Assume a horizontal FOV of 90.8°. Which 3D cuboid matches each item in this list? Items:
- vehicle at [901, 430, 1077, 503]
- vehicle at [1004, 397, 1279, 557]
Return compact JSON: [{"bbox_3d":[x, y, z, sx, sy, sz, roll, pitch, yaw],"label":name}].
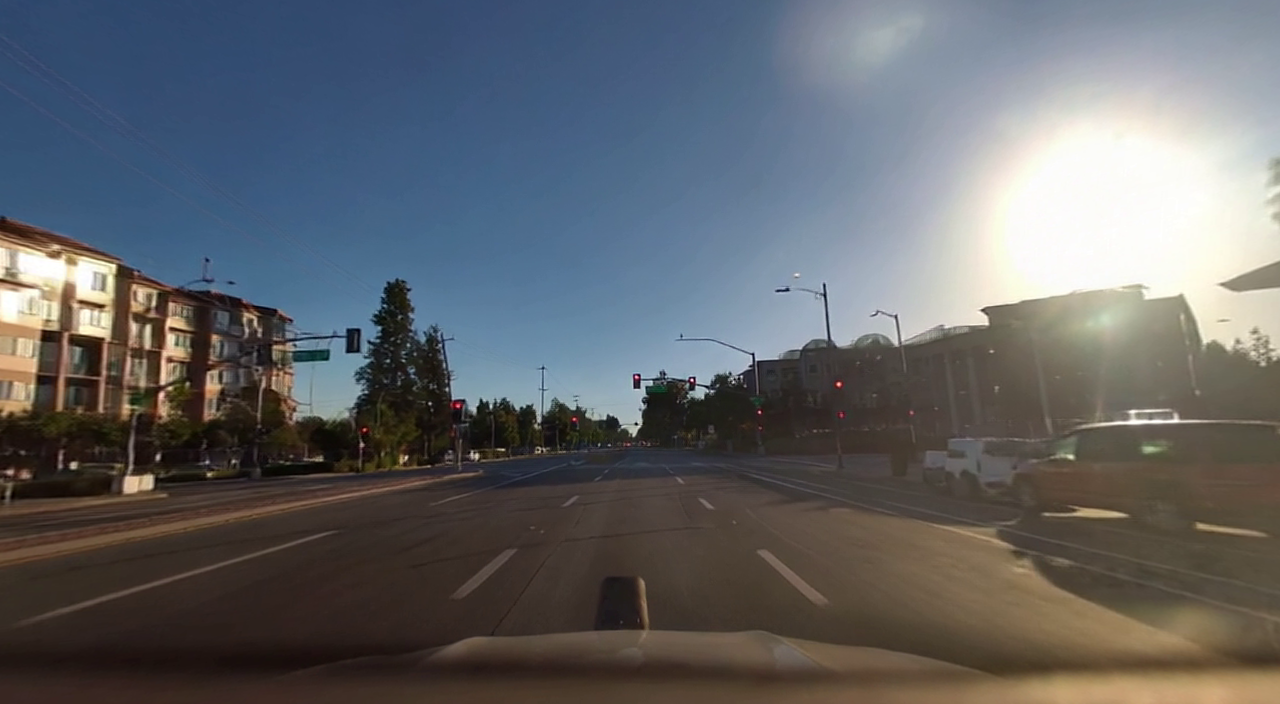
[{"bbox_3d":[8.125,2.692,15.235,1.943,1.485,3.984,0,-8,0],"label":"vehicle"},{"bbox_3d":[7.915,1.726,9.407,2.063,1.749,4.776,0,-8,0],"label":"vehicle"}]
